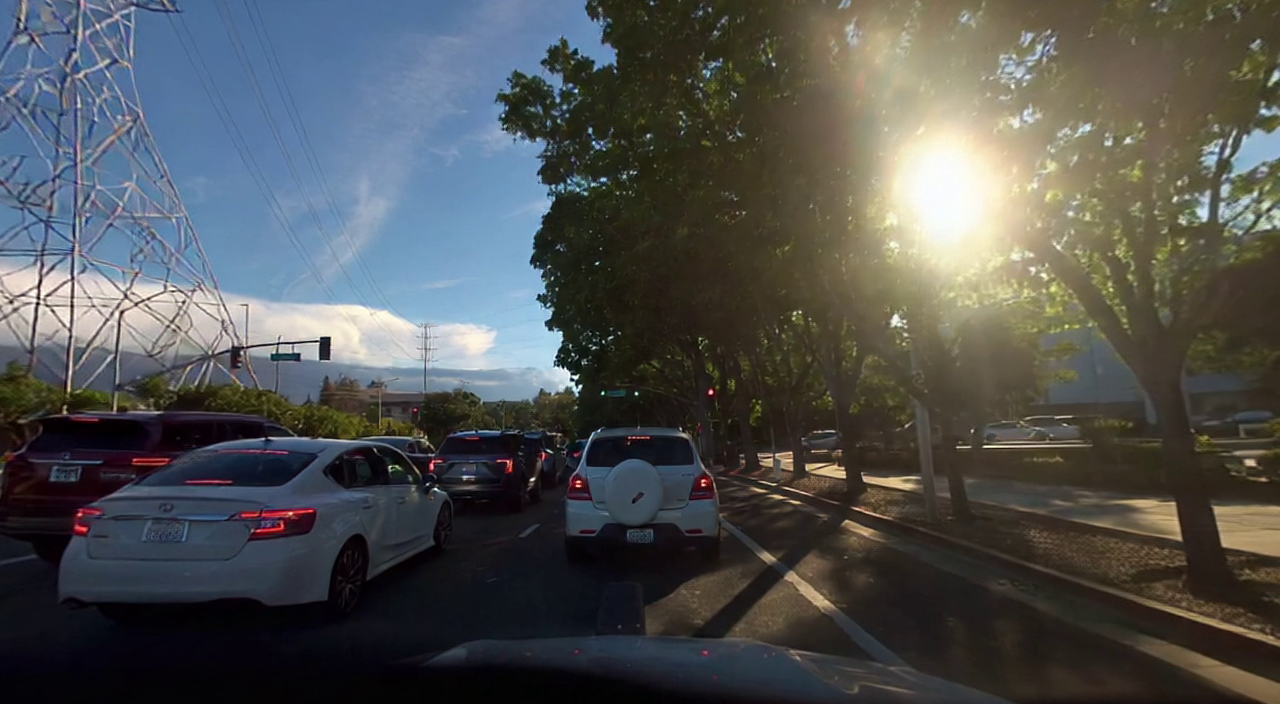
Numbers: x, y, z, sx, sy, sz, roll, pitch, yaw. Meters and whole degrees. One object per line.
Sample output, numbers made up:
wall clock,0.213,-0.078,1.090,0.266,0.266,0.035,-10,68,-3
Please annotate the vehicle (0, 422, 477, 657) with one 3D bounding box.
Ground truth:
vehicle,-3.169,1.522,6.315,1.973,1.469,4.448,0,-8,-1

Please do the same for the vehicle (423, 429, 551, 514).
vehicle,-3.266,2.624,14.341,1.997,1.636,3.760,0,-8,-1

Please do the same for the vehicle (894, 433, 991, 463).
vehicle,15.105,4.808,31.711,3.858,1.437,1.899,0,-8,-4

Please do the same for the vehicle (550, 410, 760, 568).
vehicle,0.092,1.775,8.947,2.239,1.661,4.224,0,-8,-2
